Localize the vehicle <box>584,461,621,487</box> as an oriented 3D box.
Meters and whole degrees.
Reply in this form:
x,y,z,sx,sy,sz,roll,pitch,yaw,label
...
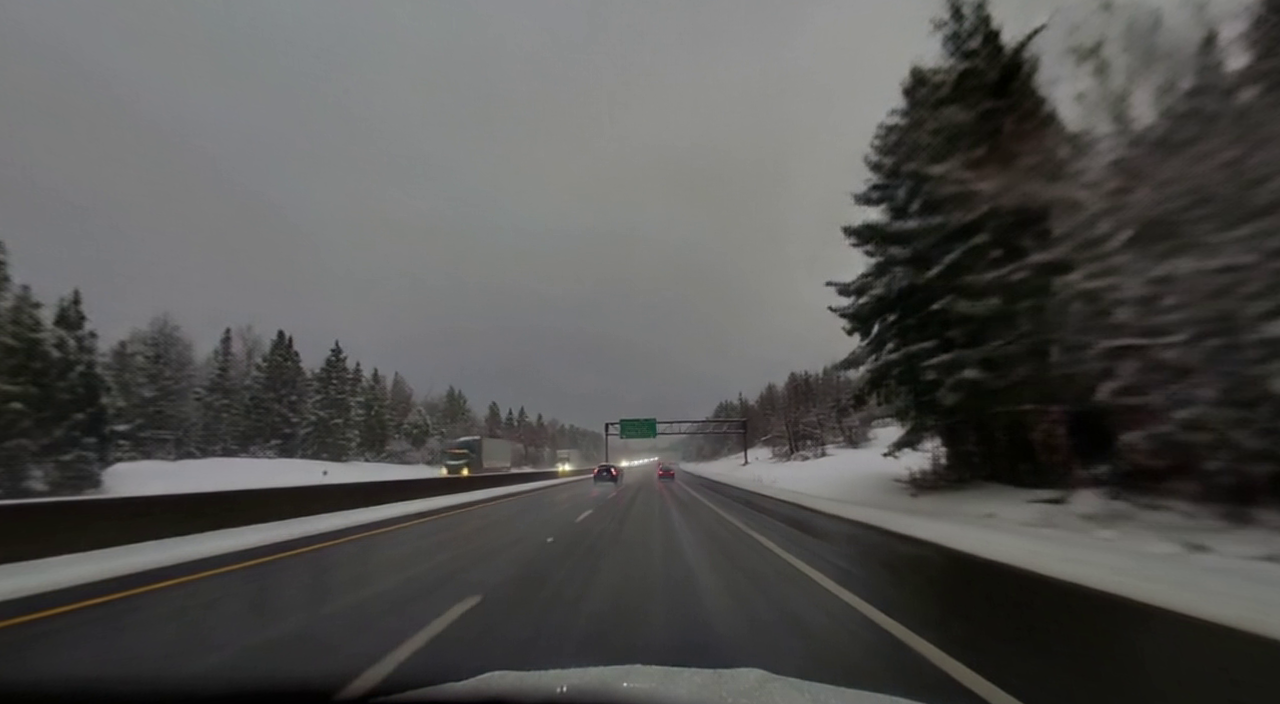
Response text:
x,y,z,sx,sy,sz,roll,pitch,yaw,label
-2.627,8.695,45.063,2.160,1.721,4.368,0,-11,3,vehicle
